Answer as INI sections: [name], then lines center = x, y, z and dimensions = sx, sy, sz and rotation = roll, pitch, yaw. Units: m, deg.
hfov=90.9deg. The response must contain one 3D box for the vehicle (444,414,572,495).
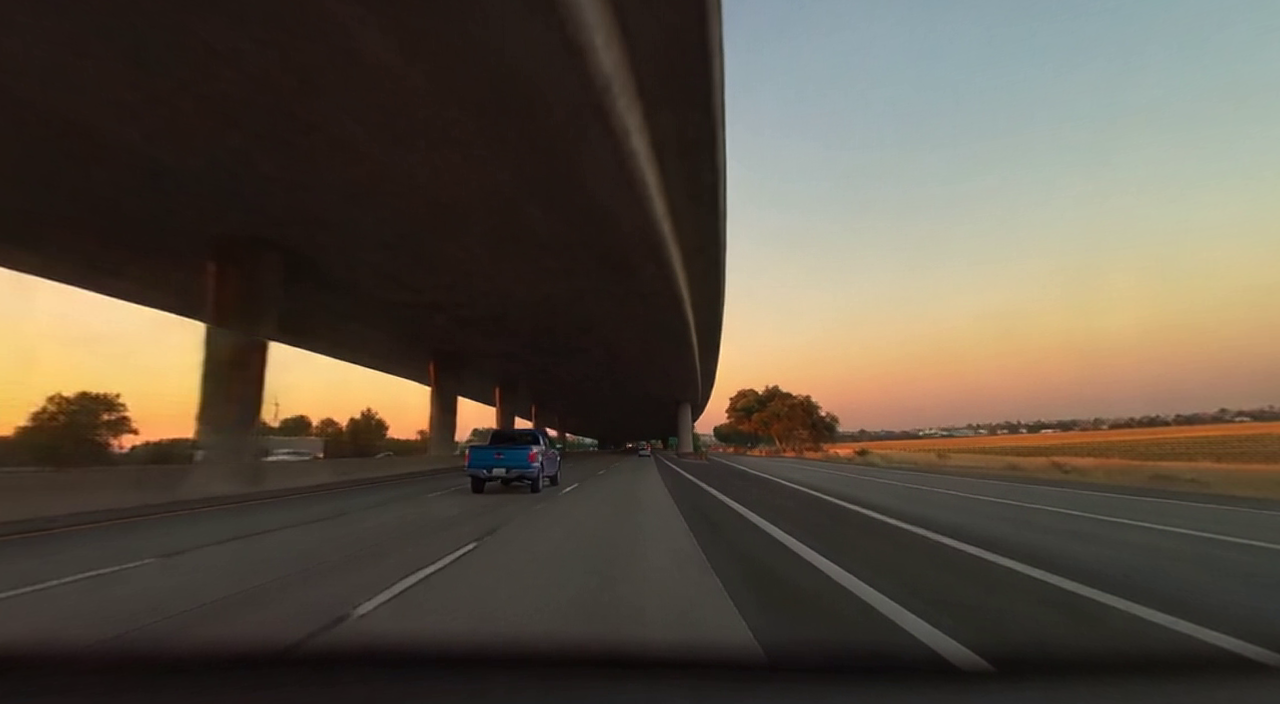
[vehicle]
center = -3.790, 3.132, 19.584
dimensions = 2.601, 2.084, 6.068
rotation = 0, -8, 1
